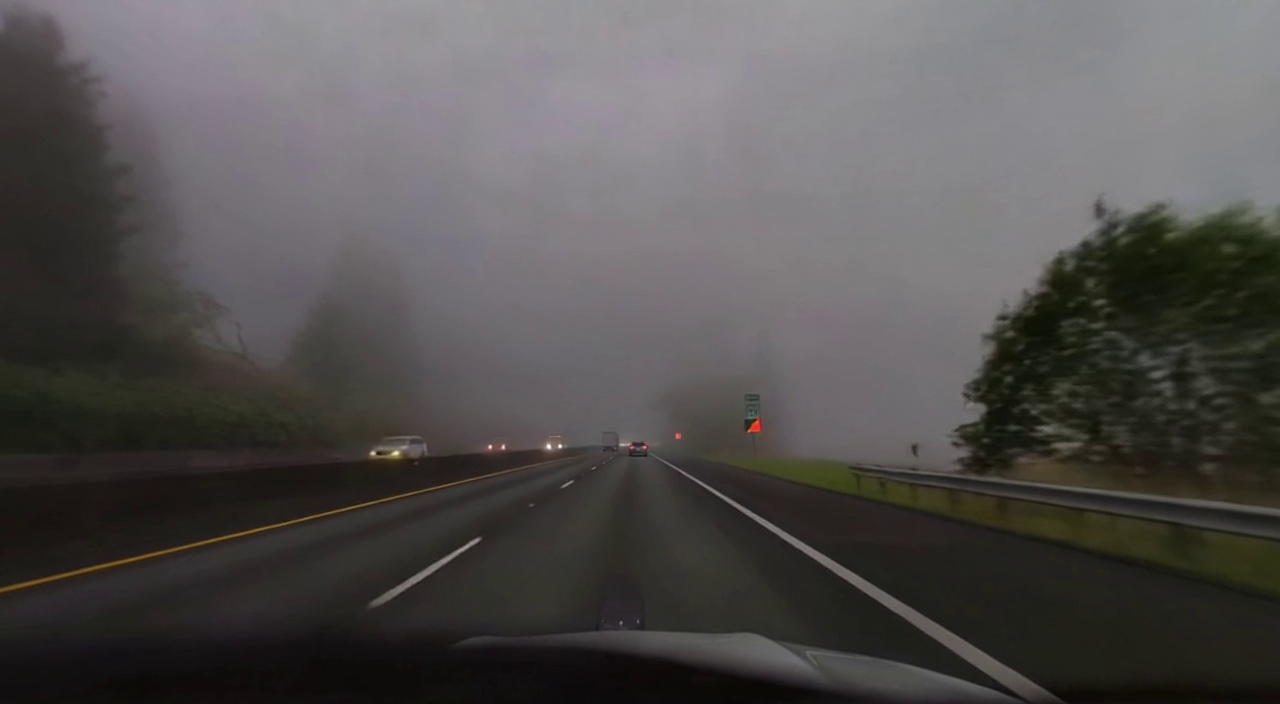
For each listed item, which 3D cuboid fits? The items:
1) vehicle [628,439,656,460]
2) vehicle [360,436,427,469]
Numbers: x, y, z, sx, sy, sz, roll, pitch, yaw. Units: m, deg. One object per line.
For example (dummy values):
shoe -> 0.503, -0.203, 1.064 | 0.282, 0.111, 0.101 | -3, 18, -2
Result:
vehicle -> 0.127, 7.381, 47.710 | 2.030, 1.523, 4.114 | 0, -8, 0
vehicle -> -14.994, 6.159, 38.652 | 2.040, 1.854, 4.987 | 0, -8, 0
